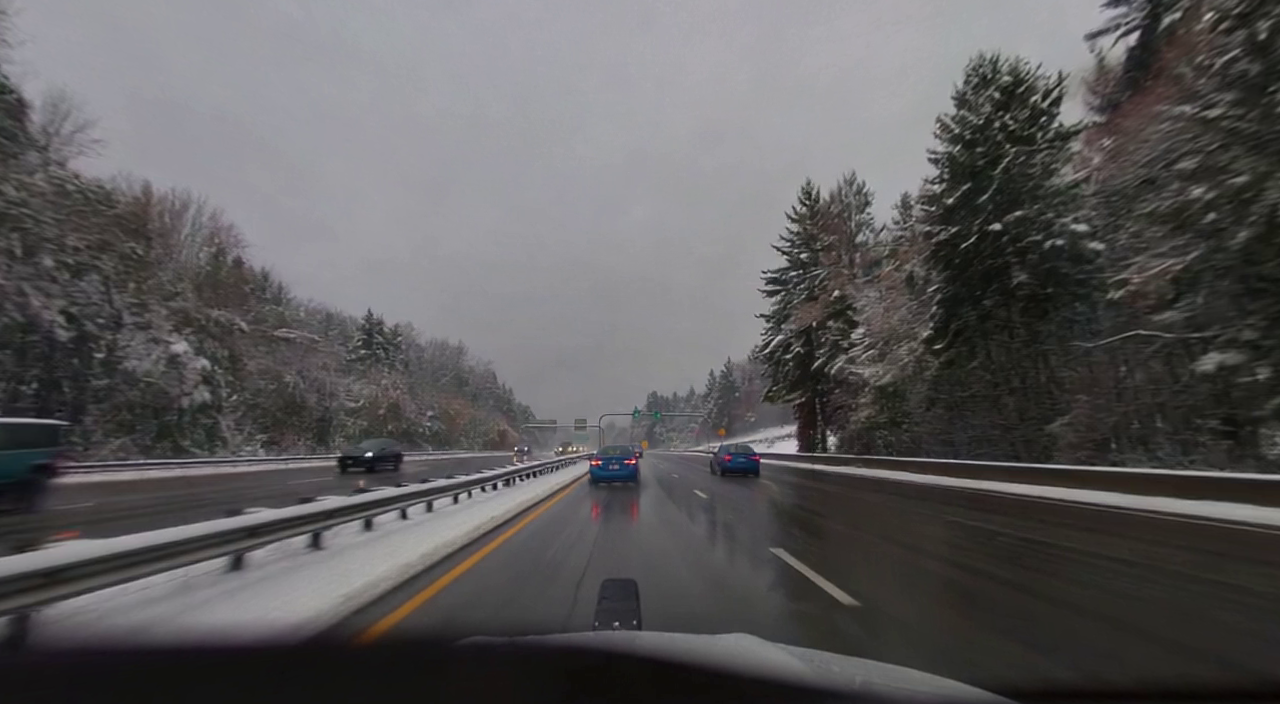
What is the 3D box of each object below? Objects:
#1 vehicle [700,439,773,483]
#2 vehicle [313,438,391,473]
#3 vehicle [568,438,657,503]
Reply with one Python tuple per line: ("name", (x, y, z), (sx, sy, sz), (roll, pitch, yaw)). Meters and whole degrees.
("vehicle", (3.791, 4.368, 25.334), (2.300, 1.595, 4.144), (-1, -9, 0))
("vehicle", (-13.990, 5.067, 30.724), (1.933, 1.556, 4.105), (0, -9, -1))
("vehicle", (-0.700, 3.187, 17.295), (2.128, 1.516, 4.410), (0, -9, -1))
